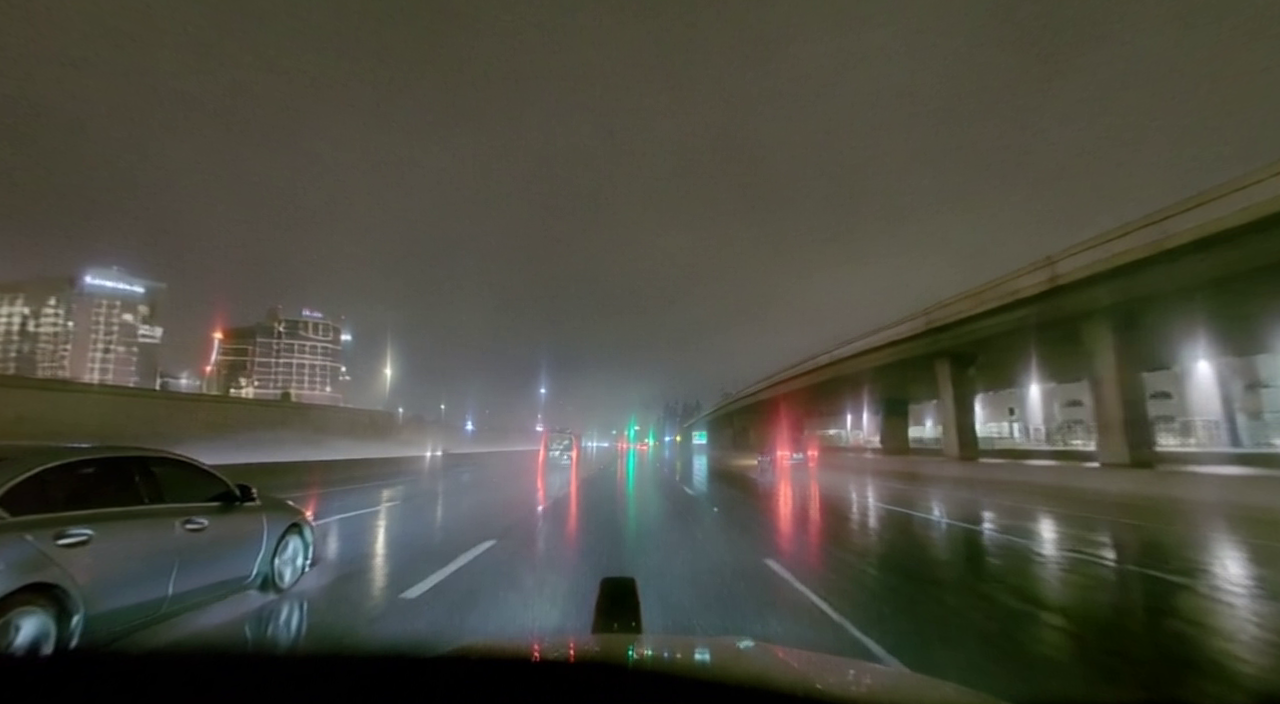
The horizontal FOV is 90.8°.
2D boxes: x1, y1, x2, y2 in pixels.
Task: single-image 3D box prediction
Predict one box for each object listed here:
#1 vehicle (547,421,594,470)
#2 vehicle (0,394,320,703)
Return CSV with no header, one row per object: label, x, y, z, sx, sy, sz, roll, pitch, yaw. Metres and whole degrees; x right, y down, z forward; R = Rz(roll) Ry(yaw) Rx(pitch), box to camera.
vehicle,-4.426,6.140,41.477,2.364,2.953,6.732,0,-9,-1
vehicle,-3.910,1.044,3.316,2.025,1.556,4.594,0,-9,0
